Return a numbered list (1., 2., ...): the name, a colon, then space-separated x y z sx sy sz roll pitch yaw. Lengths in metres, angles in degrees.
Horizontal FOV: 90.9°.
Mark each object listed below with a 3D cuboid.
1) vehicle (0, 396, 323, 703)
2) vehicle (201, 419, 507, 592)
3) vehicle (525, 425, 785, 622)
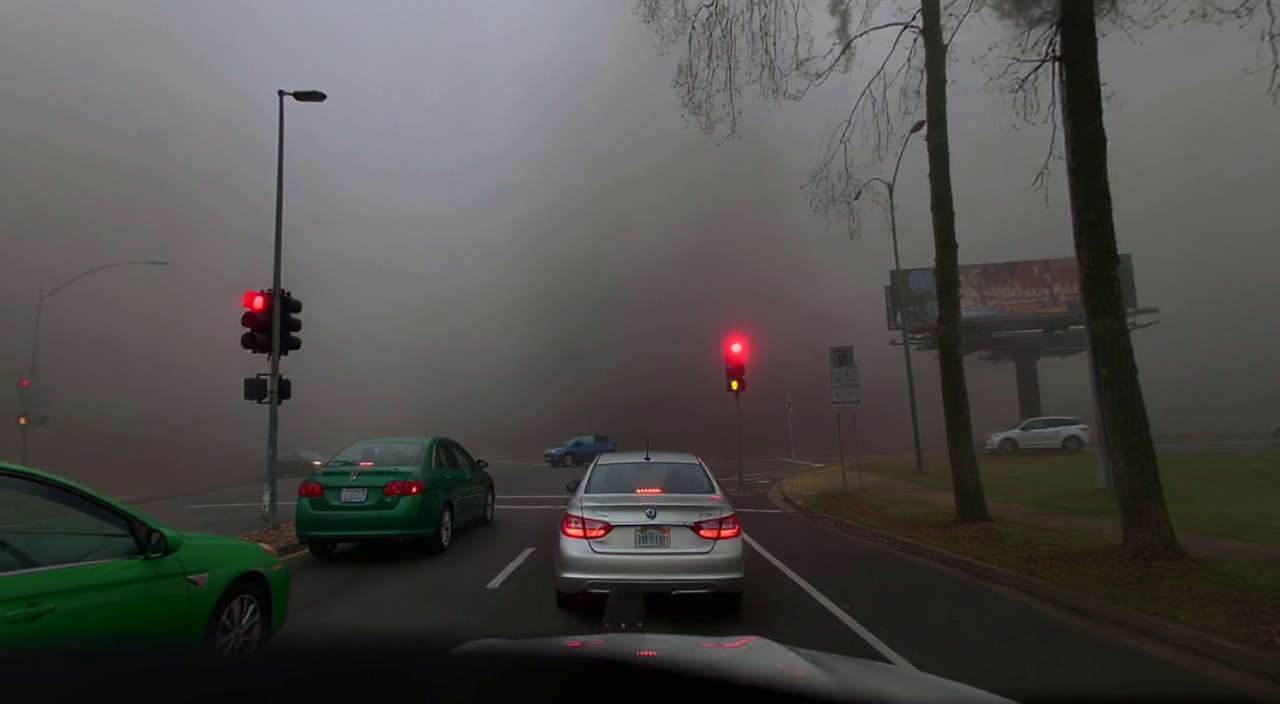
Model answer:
1. vehicle: -3.156 0.960 2.409 1.808 1.520 3.846 -1 -9 1
2. vehicle: -3.171 1.786 8.130 1.950 1.628 4.082 -1 -9 1
3. vehicle: 0.048 1.577 6.622 1.977 1.467 3.474 0 -9 -2
